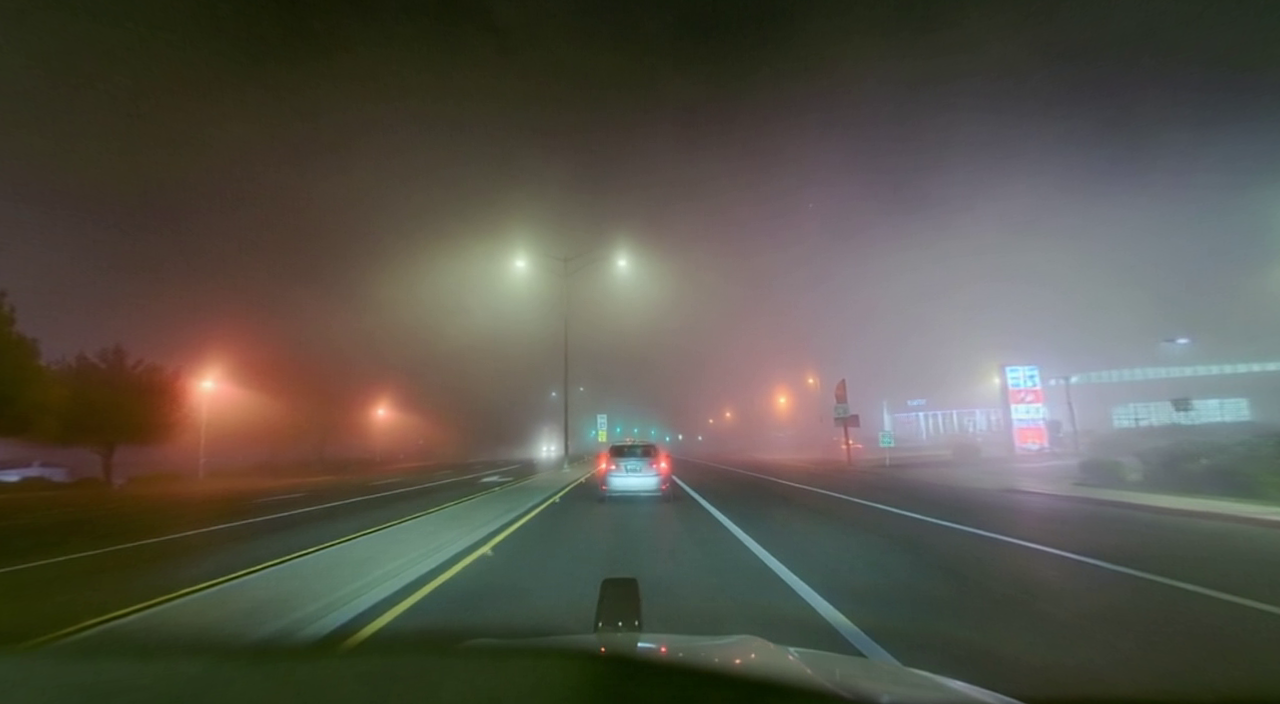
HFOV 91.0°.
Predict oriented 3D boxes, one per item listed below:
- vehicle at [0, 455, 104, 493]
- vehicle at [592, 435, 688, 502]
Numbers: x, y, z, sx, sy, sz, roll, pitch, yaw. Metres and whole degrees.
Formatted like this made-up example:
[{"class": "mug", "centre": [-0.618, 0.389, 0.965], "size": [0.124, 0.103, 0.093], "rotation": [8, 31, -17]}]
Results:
[{"class": "vehicle", "centre": [-27.719, 5.510, 28.605], "size": [4.665, 1.578, 2.051], "rotation": [0, -8, -3]}, {"class": "vehicle", "centre": [-0.043, 2.879, 16.003], "size": [2.126, 1.475, 3.967], "rotation": [0, -8, -1]}]
